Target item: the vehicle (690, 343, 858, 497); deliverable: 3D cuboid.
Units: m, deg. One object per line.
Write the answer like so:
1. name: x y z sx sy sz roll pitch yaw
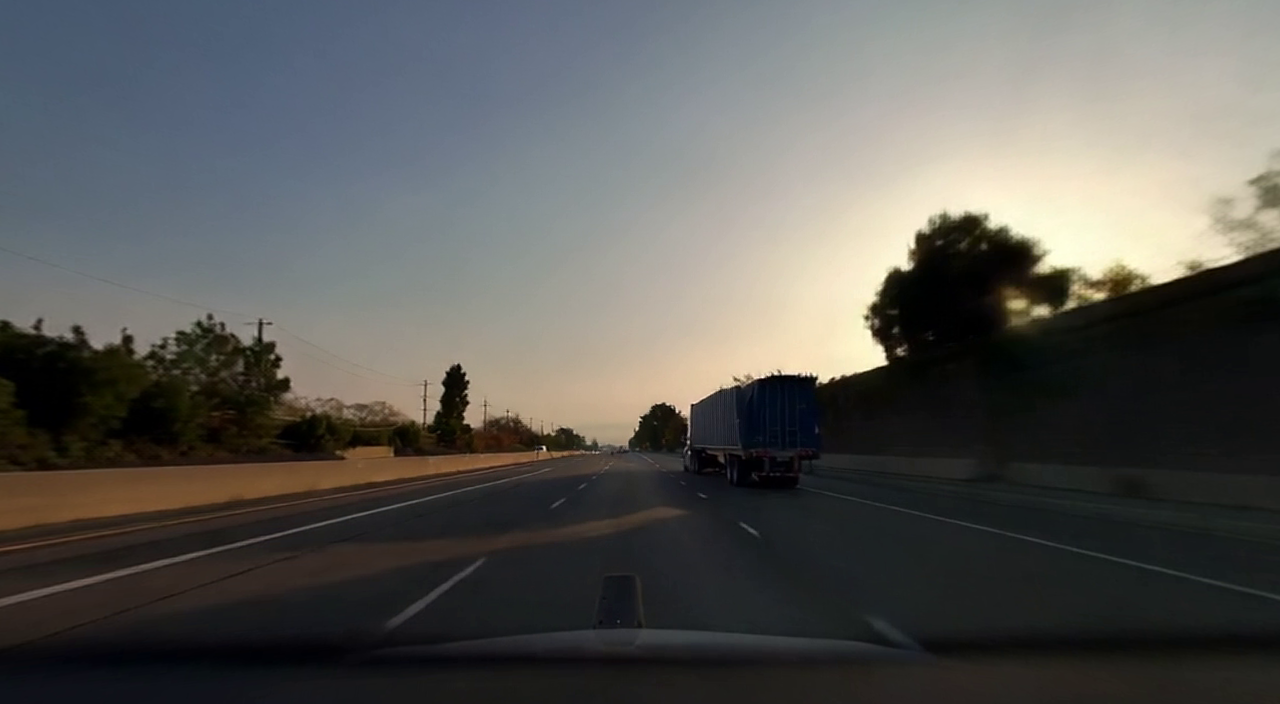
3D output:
1. vehicle: 3.935 2.789 23.021 2.922 3.905 14.151 0 -9 -1
